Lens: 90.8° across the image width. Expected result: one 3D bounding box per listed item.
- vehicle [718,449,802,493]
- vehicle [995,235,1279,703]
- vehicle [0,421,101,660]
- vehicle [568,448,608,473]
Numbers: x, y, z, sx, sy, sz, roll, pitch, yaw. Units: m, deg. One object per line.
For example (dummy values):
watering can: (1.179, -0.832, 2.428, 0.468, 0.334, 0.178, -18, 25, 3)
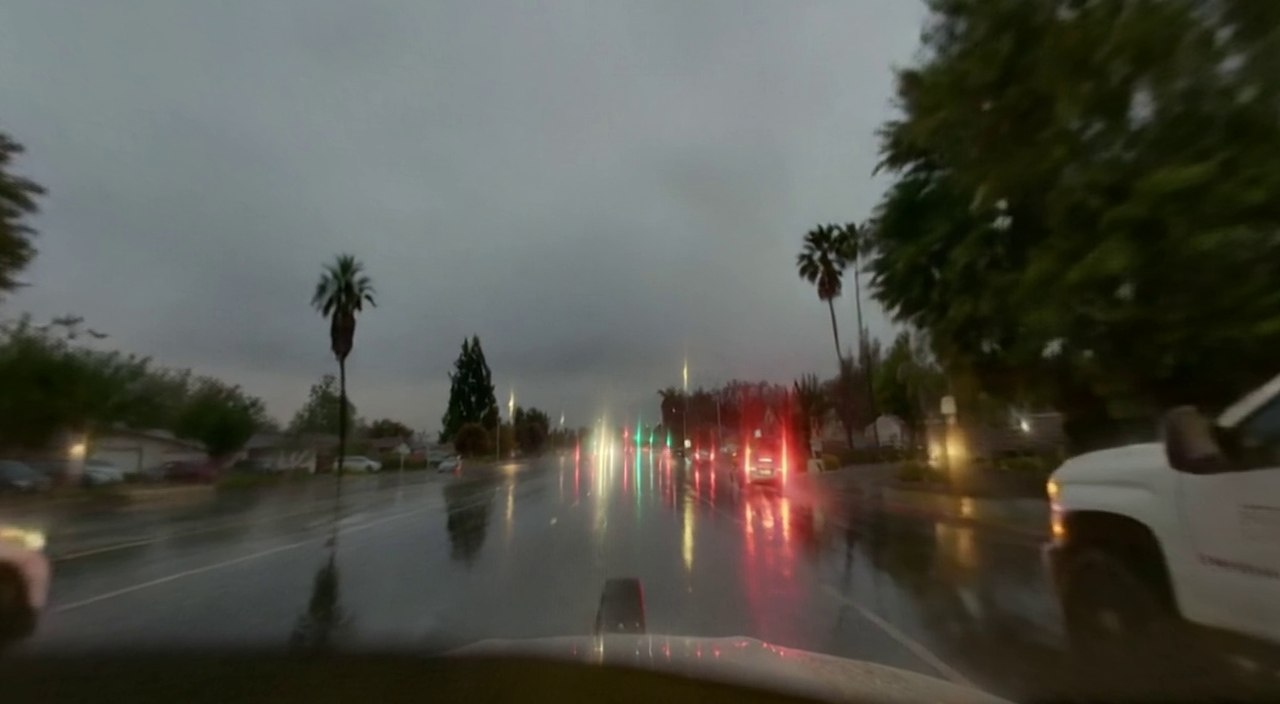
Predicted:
vehicle: (4.282, 4.321, 23.436, 2.149, 1.421, 4.805, 0, -9, 0)
vehicle: (3.470, 0.435, 0.992, 2.478, 2.030, 5.723, 0, -9, 0)
vehicle: (-4.998, 0.981, 2.544, 2.094, 1.509, 4.286, 1, -9, -5)
vehicle: (-3.328, 7.073, 41.450, 2.263, 1.548, 4.555, 0, -9, 0)
